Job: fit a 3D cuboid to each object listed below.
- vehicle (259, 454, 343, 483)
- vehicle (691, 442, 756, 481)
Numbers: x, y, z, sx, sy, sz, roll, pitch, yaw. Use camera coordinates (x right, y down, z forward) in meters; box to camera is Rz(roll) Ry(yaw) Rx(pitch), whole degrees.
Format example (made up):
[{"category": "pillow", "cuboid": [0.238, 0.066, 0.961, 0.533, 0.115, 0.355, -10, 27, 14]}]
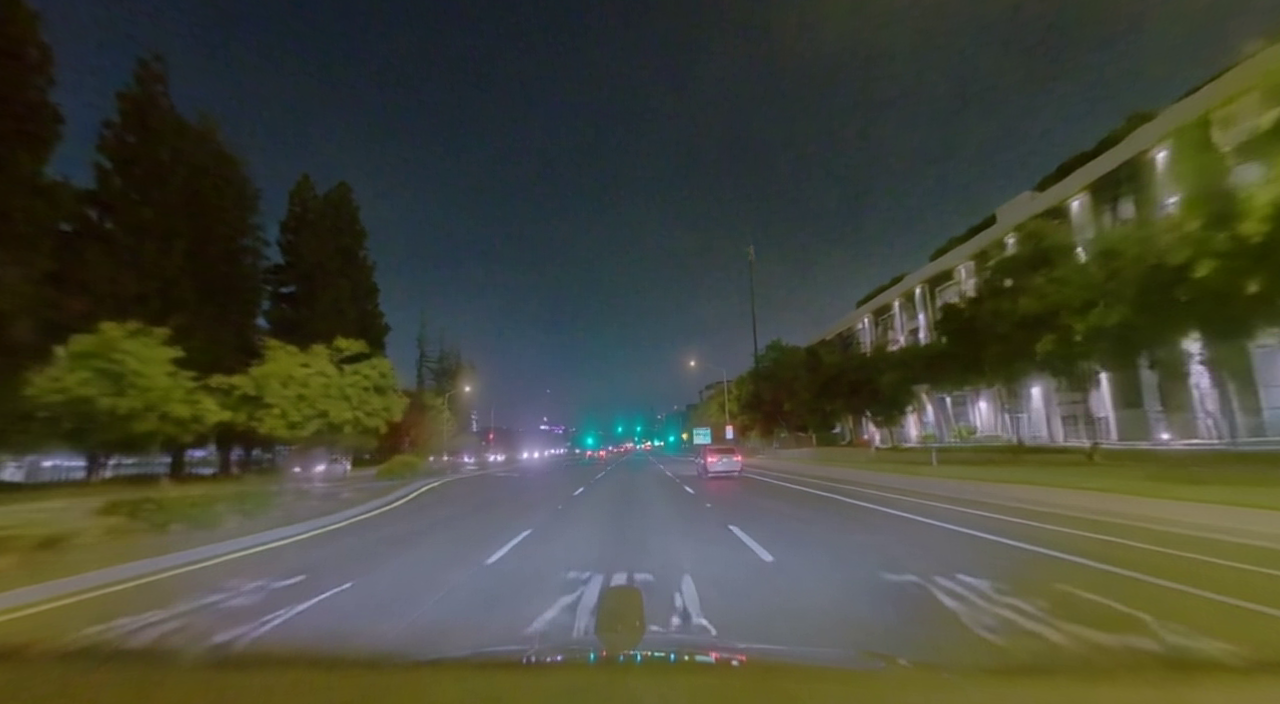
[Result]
[{"category": "vehicle", "cuboid": [-23.245, 7.972, 43.458, 2.025, 1.792, 4.643, -5, -10, 29]}, {"category": "vehicle", "cuboid": [3.325, 4.447, 26.056, 1.966, 1.449, 4.290, 0, -8, -2]}]
